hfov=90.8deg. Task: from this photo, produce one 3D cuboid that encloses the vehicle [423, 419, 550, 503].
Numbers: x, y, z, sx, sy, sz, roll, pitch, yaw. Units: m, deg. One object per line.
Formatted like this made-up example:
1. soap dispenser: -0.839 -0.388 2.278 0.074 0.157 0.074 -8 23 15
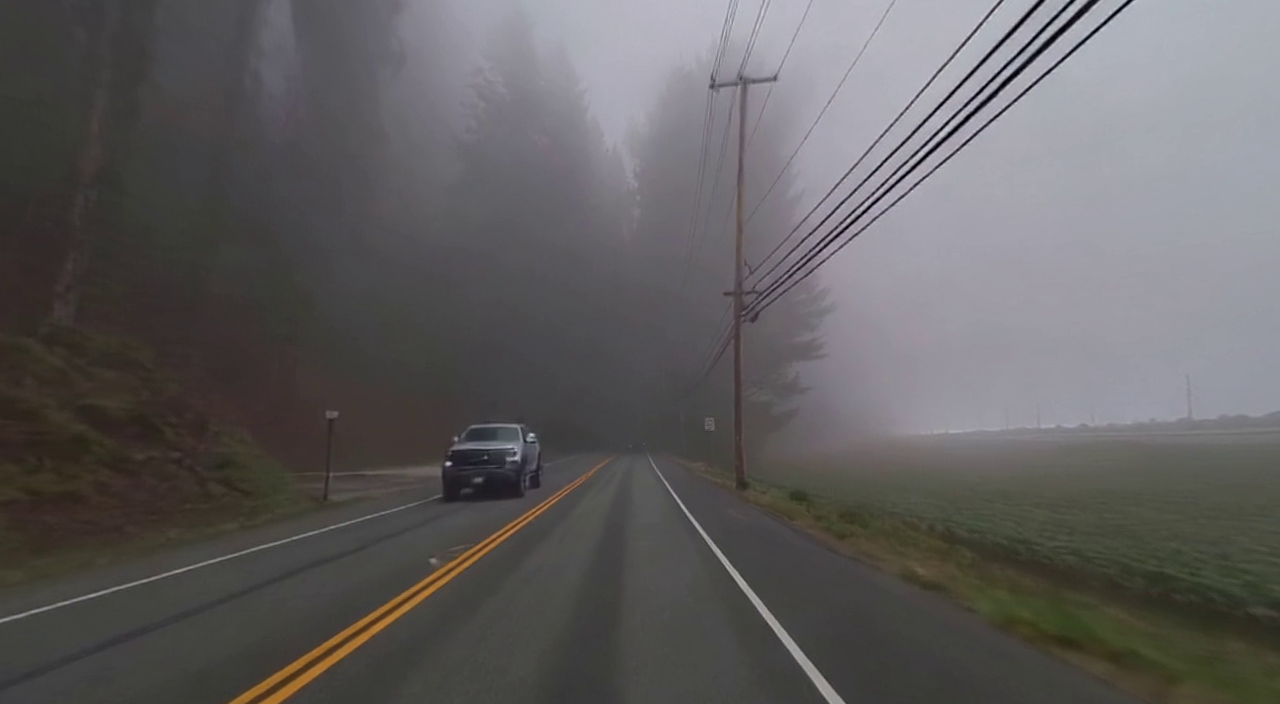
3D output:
1. vehicle: -3.998 2.965 17.522 2.331 1.961 4.966 0 -9 -1
